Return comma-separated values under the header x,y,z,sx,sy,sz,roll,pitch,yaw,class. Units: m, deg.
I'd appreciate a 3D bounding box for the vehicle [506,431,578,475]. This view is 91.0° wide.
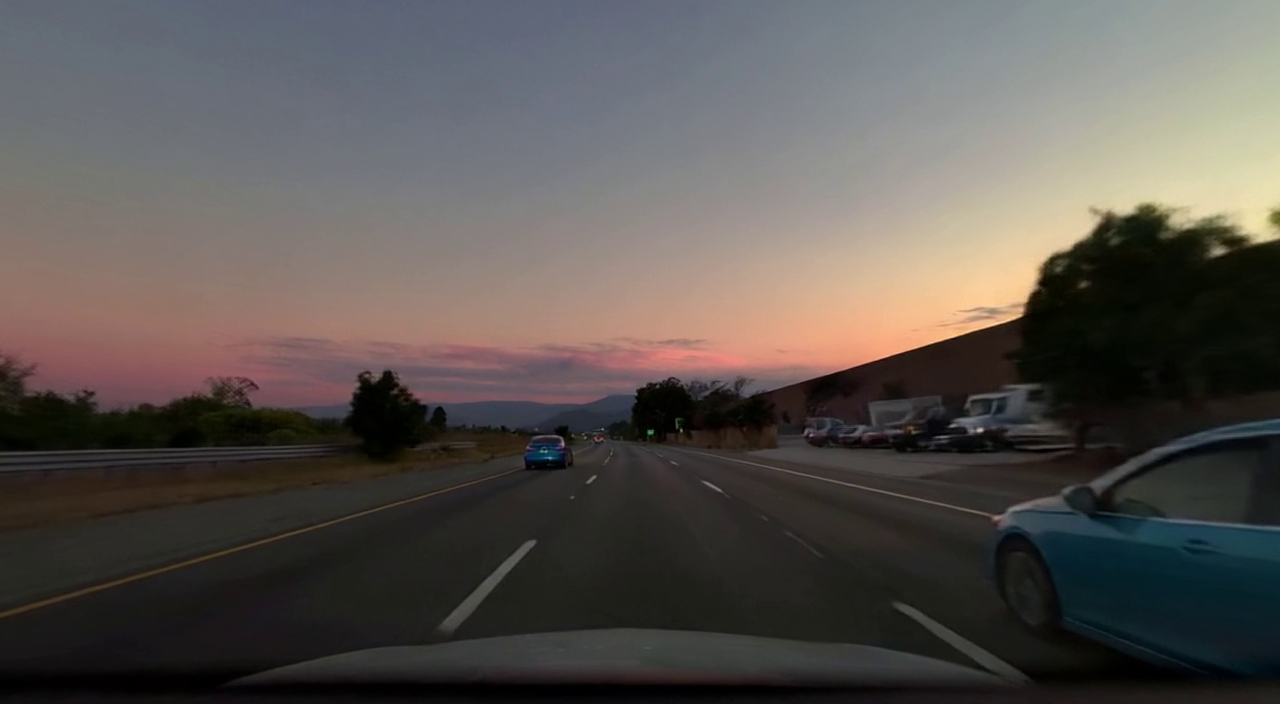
x,y,z,sx,sy,sz,roll,pitch,yaw,class
-3.814,4.019,25.296,2.206,1.604,4.374,0,-8,0,vehicle

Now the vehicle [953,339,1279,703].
x,y,z,sx,sy,sz,roll,pitch,yaw,class
3.329,0.779,2.094,2.349,1.651,4.161,0,-8,-1,vehicle

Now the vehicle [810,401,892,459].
x,y,z,sx,sy,sz,roll,pitch,yaw,class
16.442,6.020,49.681,2.909,4.017,8.582,4,-6,-4,vehicle
